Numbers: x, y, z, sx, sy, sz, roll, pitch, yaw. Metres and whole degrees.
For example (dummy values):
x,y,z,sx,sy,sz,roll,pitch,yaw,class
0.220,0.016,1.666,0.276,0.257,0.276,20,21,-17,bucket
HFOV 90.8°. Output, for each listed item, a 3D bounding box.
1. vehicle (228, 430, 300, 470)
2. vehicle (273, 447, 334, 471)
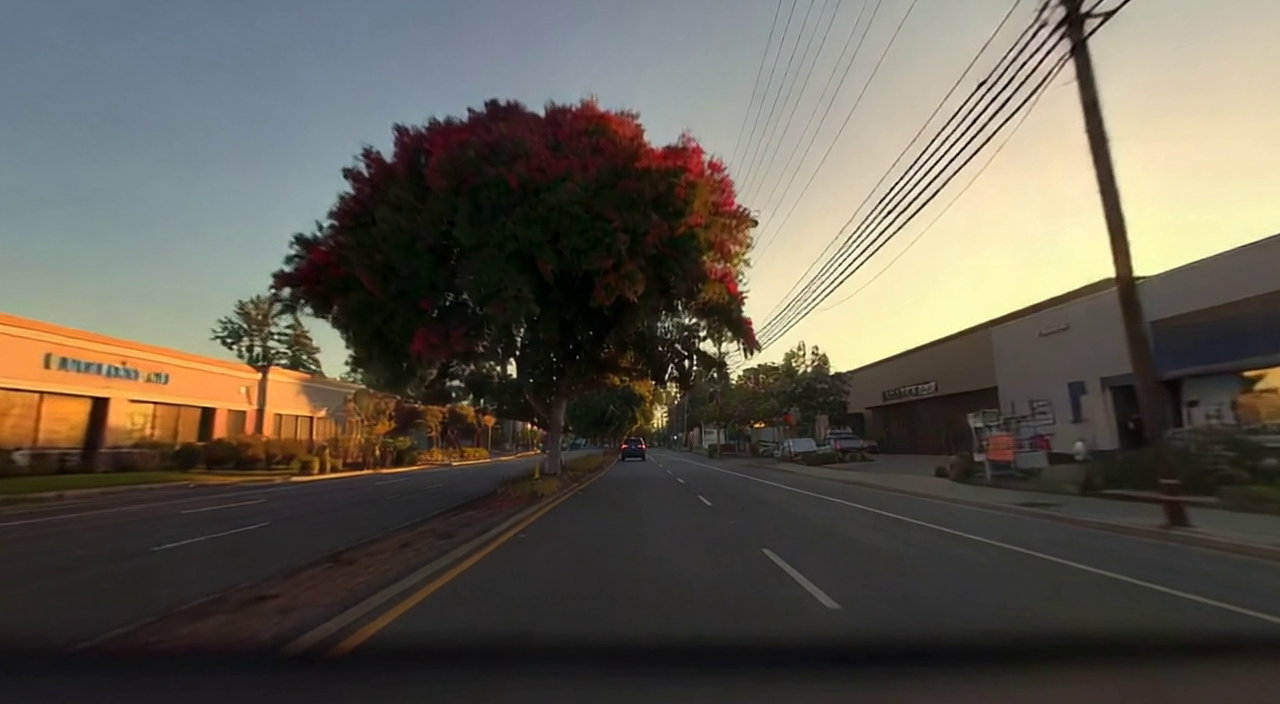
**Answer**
x,y,z,sx,sy,sz,roll,pitch,yaw,class
-25.708,6.717,43.428,2.364,2.577,5.460,2,-9,-11,vehicle
-23.142,7.347,43.661,1.972,1.505,4.657,1,-9,-5,vehicle
